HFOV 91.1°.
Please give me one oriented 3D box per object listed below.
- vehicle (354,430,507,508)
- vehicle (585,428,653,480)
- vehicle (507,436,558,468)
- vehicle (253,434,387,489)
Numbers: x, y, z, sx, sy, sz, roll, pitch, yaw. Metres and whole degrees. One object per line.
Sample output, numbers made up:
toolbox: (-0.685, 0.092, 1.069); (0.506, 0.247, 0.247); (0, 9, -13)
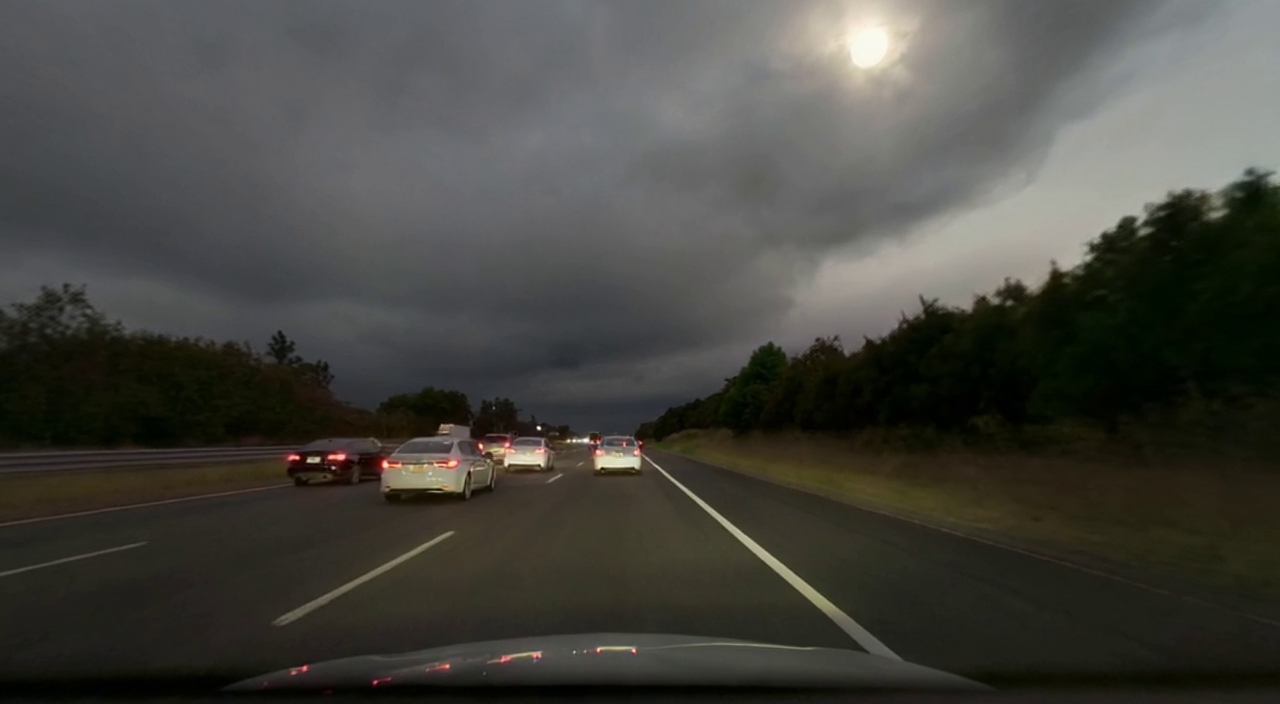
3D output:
vehicle: (-4.469, 2.520, 14.204); (1.971, 1.464, 4.386); (0, -8, 0)
vehicle: (-0.715, 3.548, 22.231); (2.178, 1.658, 3.916); (0, -8, -1)
vehicle: (-5.209, 4.877, 30.959); (1.835, 1.432, 3.835); (0, -8, 0)
vehicle: (-9.240, 3.158, 18.573); (1.850, 1.439, 3.932); (0, -8, 0)
